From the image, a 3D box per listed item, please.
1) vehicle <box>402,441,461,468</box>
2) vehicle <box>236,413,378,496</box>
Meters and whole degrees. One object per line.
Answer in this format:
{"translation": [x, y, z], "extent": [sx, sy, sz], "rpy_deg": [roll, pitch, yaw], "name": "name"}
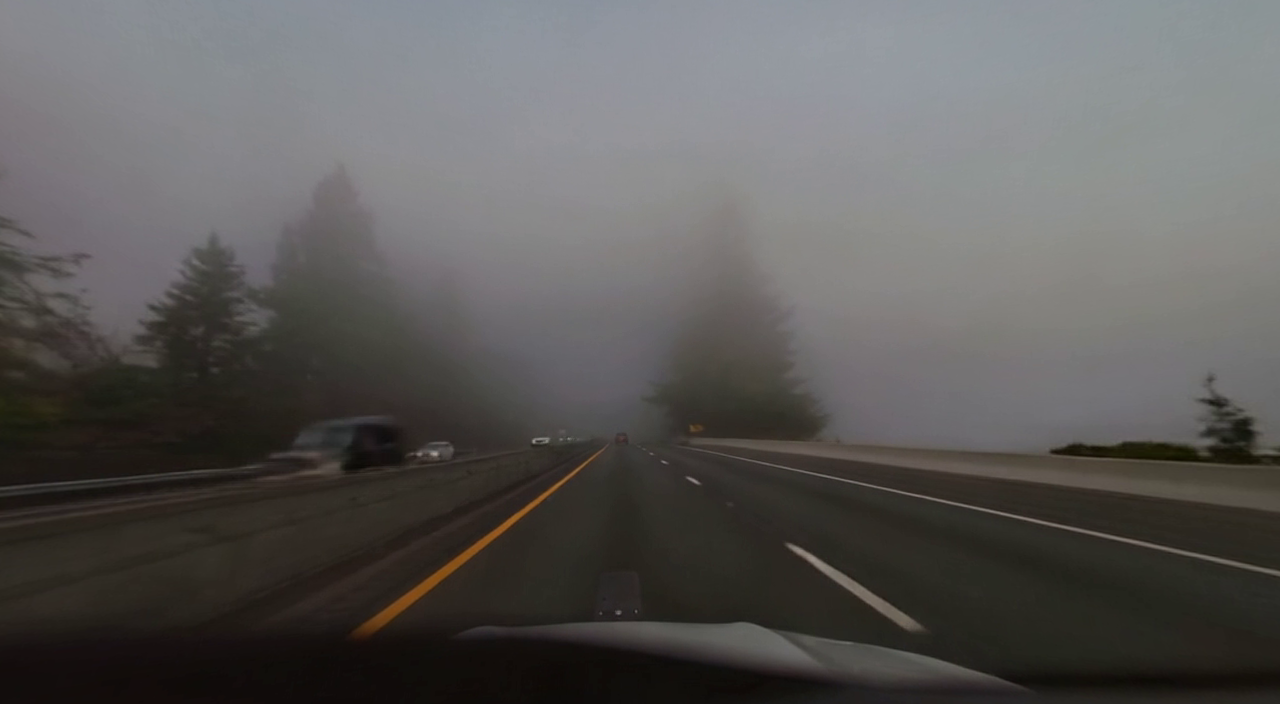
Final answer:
{"translation": [-14.759, 7.268, 44.837], "extent": [2.898, 1.726, 3.957], "rpy_deg": [0, -8, -1], "name": "vehicle"}
{"translation": [-10.456, 3.228, 20.232], "extent": [2.115, 2.326, 4.480], "rpy_deg": [0, -8, -1], "name": "vehicle"}
